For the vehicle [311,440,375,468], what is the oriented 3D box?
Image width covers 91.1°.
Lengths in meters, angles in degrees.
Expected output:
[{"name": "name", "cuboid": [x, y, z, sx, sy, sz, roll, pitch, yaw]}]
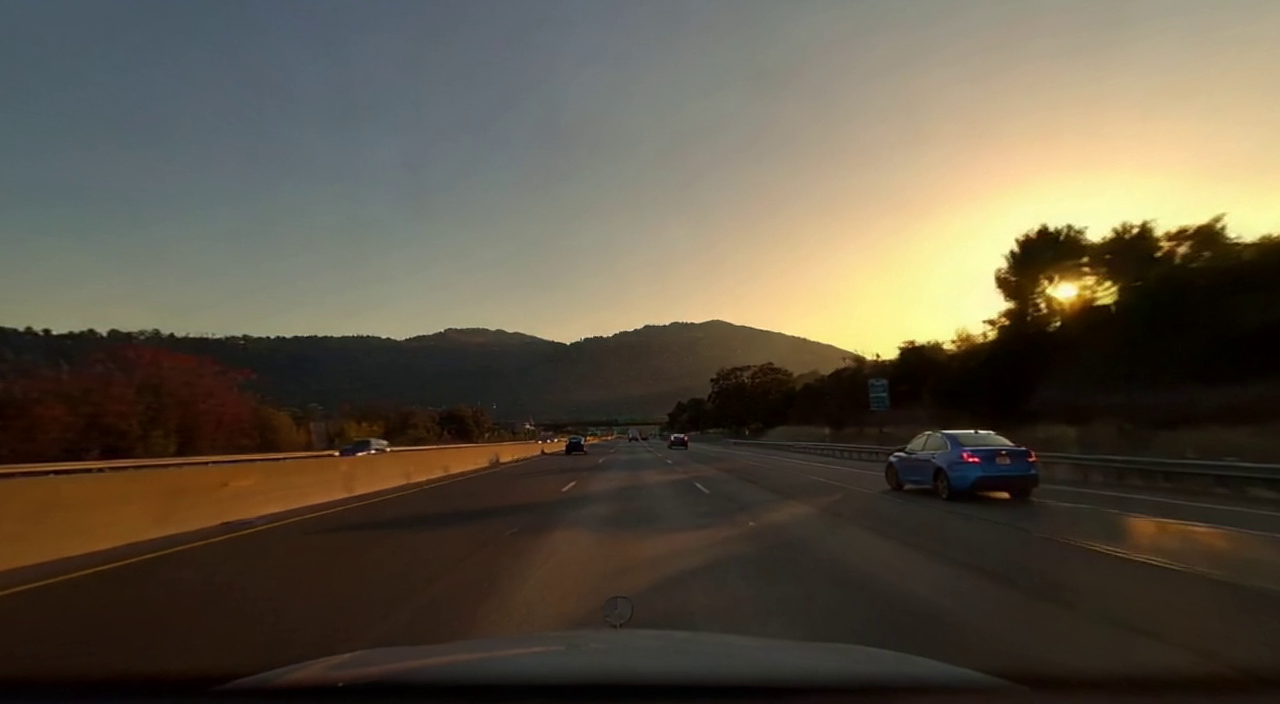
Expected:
[{"name": "vehicle", "cuboid": [-17.577, 6.029, 37.406, 1.796, 1.493, 4.183, 0, -8, -1]}]

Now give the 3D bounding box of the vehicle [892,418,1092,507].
[{"name": "vehicle", "cuboid": [7.265, 2.295, 13.548, 1.956, 1.634, 3.935, 0, -8, -1]}]

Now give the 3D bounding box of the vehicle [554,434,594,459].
[{"name": "vehicle", "cuboid": [-4.026, 5.829, 38.991, 2.032, 1.465, 4.316, 0, -8, -1]}]
